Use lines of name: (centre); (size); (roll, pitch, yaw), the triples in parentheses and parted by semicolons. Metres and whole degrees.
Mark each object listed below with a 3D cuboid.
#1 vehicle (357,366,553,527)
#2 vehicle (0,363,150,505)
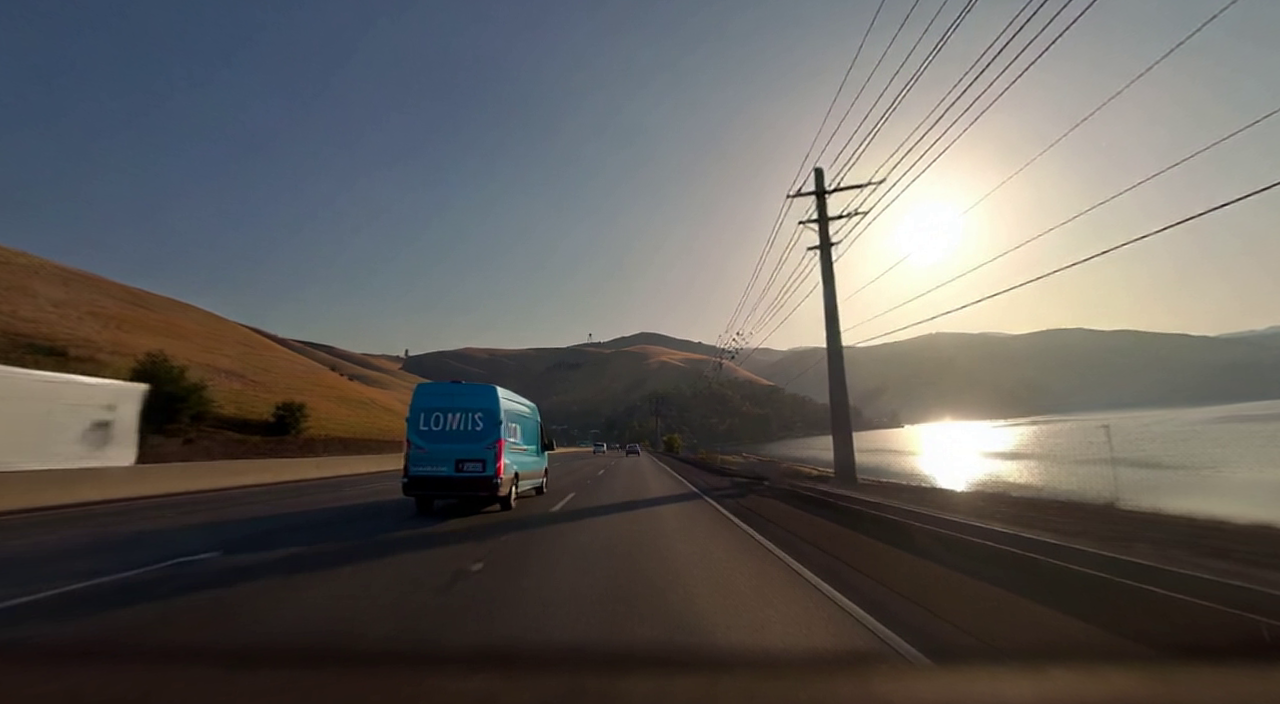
vehicle: (-3.611, 2.096, 14.179); (2.331, 2.757, 6.581); (0, -8, 1)
vehicle: (-17.614, 1.744, 13.824); (3.014, 3.530, 13.679); (0, -9, -1)
